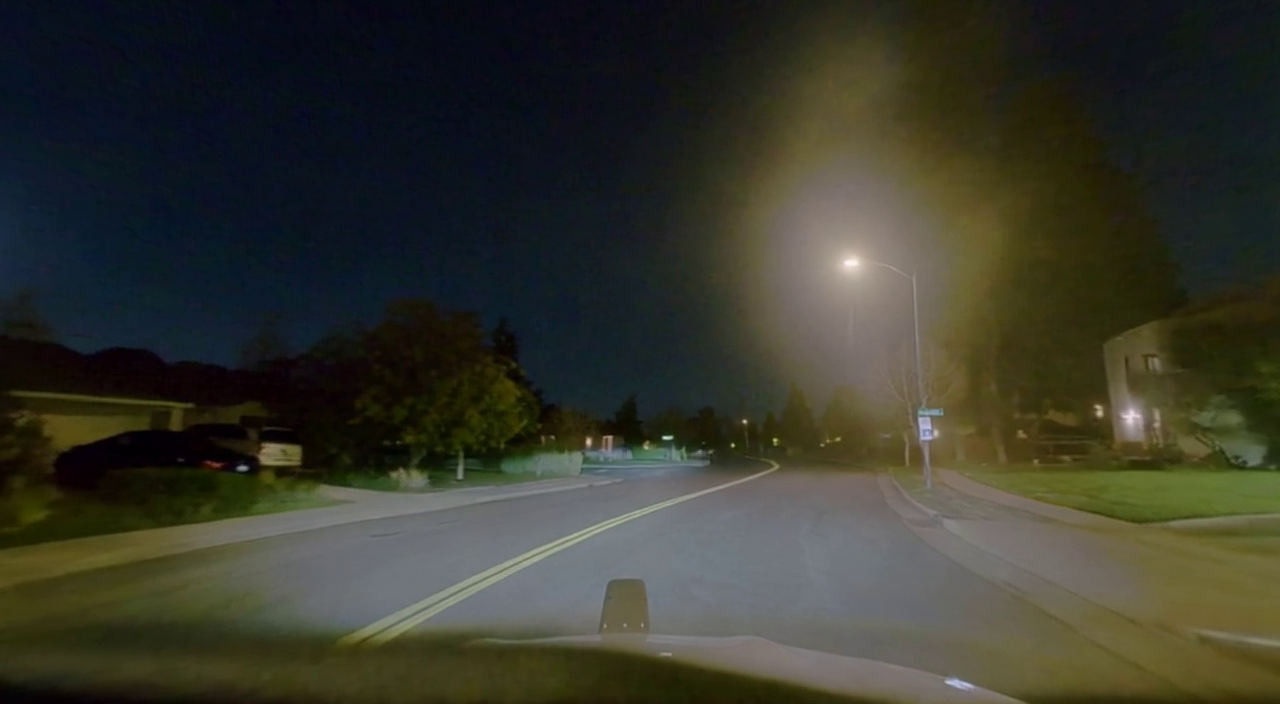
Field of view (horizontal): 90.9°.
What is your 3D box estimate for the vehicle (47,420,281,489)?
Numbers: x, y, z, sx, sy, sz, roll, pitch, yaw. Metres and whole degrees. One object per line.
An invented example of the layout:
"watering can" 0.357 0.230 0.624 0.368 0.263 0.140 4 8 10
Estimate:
"vehicle" -12.653 2.833 17.191 4.485 1.663 2.111 4 -10 -17
